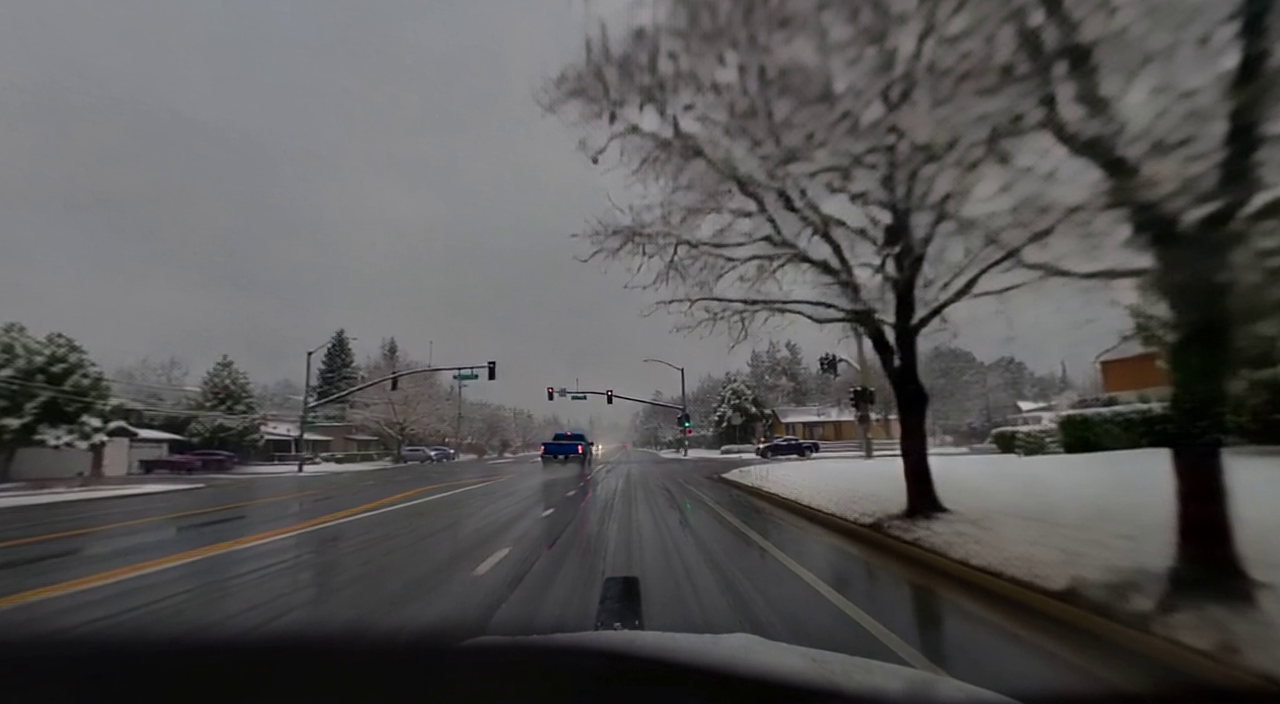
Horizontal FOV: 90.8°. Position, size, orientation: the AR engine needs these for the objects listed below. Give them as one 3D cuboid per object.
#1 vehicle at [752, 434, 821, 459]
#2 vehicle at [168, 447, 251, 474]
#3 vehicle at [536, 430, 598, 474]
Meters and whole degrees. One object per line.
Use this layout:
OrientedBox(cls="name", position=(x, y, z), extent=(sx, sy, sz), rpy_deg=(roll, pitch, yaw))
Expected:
OrientedBox(cls="vehicle", position=(10.627, 6.894, 46.141), extent=(4.500, 1.761, 1.975), rpy_deg=(0, -9, 1))
OrientedBox(cls="vehicle", position=(-28.920, 7.317, 42.582), extent=(4.092, 1.624, 1.965), rpy_deg=(0, -11, -12))
OrientedBox(cls="vehicle", position=(-3.613, 5.156, 32.699), extent=(2.508, 2.001, 5.880), rpy_deg=(0, -9, 0))
